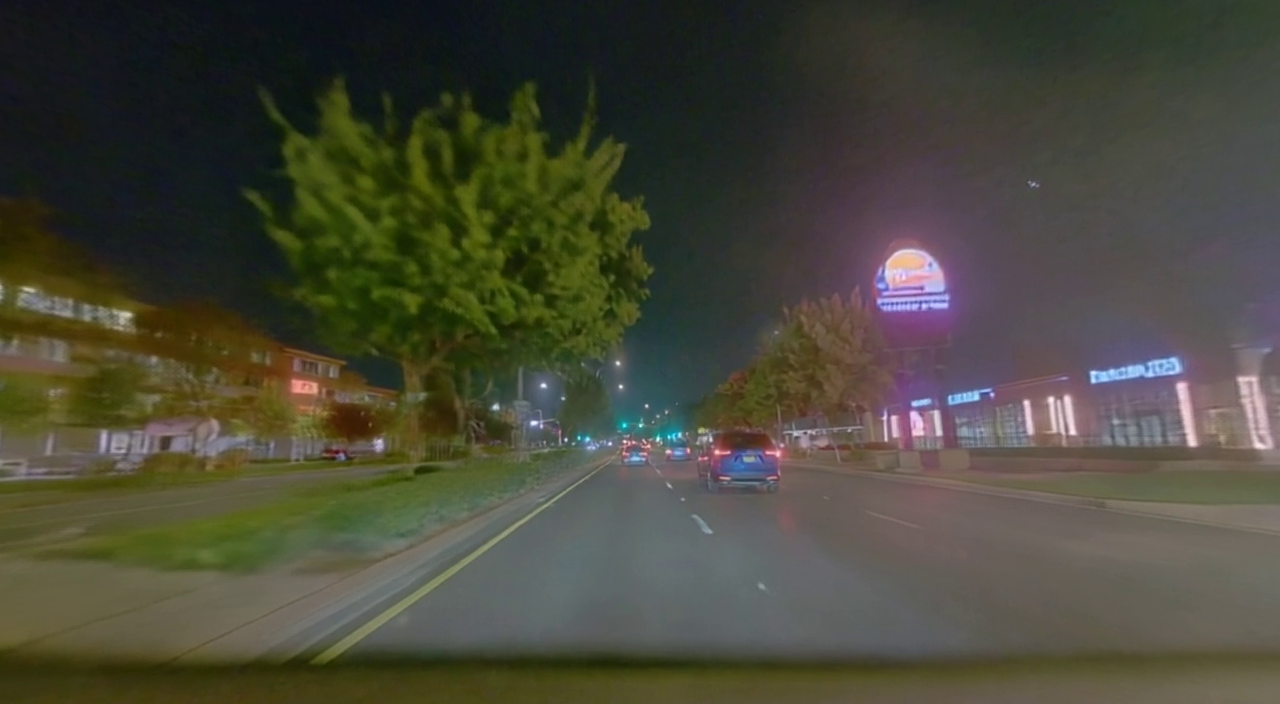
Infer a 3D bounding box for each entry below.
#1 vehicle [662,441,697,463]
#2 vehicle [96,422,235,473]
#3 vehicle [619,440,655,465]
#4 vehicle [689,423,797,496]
[{"bbox_3d":[2.558,6.602,41.757,1.970,1.402,3.756,0,-8,-2],"label":"vehicle"},{"bbox_3d":[-27.005,5.432,36.135,5.905,2.803,2.261,0,-8,-2],"label":"vehicle"},{"bbox_3d":[-0.209,6.088,38.353,2.056,1.440,3.798,0,-8,-1],"label":"vehicle"},{"bbox_3d":[2.774,3.050,18.254,2.140,1.811,4.593,0,-8,-2],"label":"vehicle"}]
